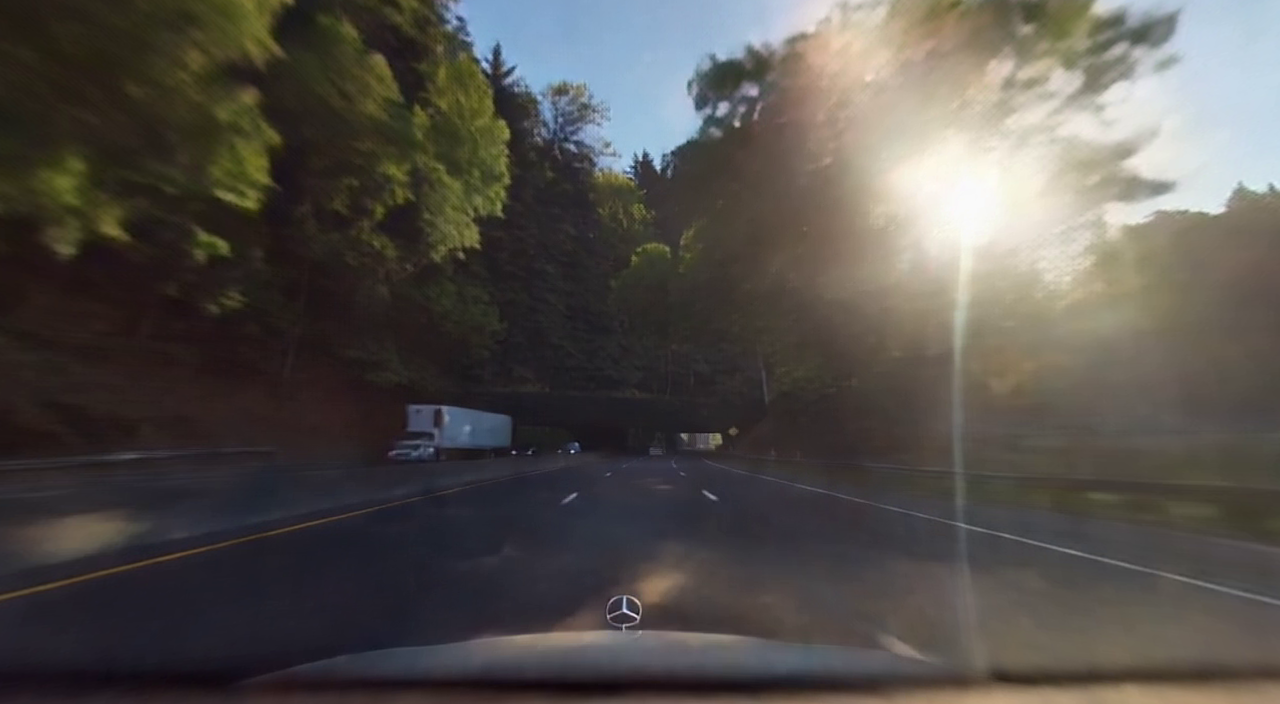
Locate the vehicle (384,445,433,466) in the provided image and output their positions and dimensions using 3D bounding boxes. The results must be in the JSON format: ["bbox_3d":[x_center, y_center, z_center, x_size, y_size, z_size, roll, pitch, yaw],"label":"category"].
[{"bbox_3d":[-17.491,7.850,47.801,1.887,1.510,4.466,-1,-9,2],"label":"vehicle"}]
